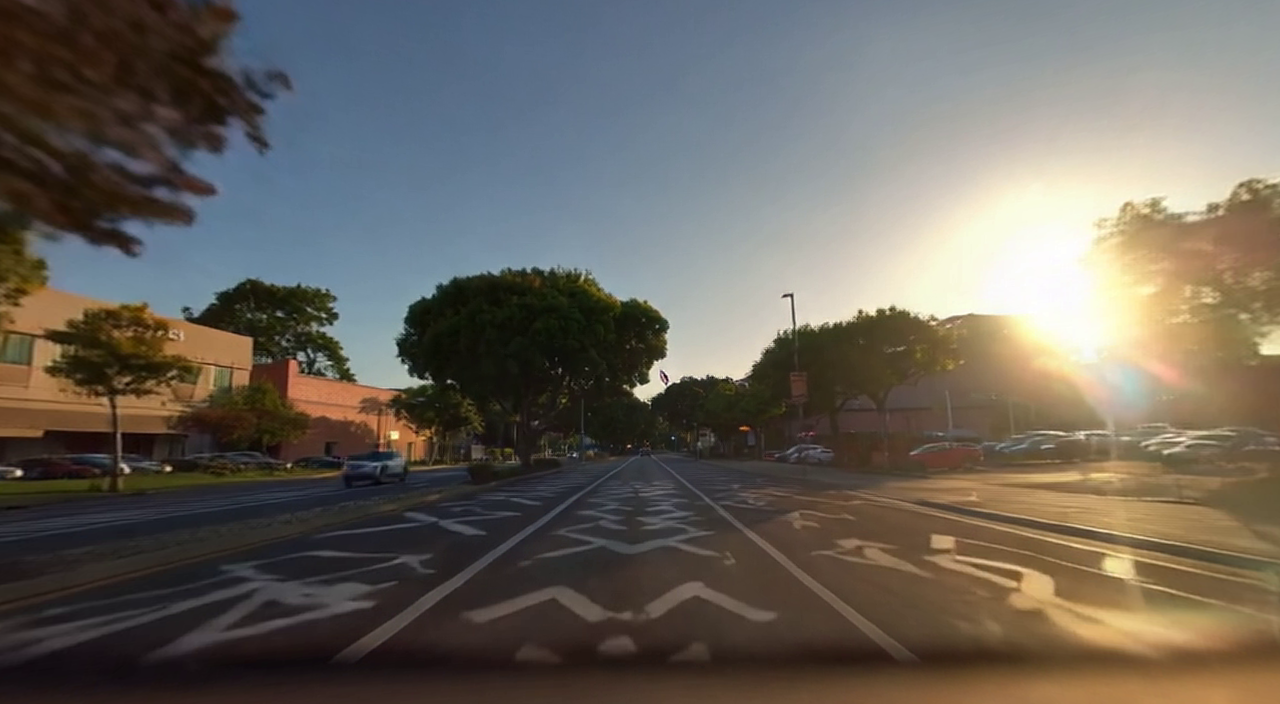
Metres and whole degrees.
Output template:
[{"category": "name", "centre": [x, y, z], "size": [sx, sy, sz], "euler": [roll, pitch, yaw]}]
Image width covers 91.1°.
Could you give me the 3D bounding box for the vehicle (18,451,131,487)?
[{"category": "vehicle", "centre": [-36.350, 7.491, 40.585], "size": [2.219, 2.066, 5.369], "euler": [0, -9, 1]}]

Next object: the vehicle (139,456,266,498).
[{"category": "vehicle", "centre": [-19.108, 5.433, 27.754], "size": [2.040, 1.609, 4.872], "euler": [0, -9, 1]}]

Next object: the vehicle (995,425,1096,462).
[{"category": "vehicle", "centre": [29.591, 6.723, 46.012], "size": [5.590, 2.528, 2.339], "euler": [-1, -9, 2]}]

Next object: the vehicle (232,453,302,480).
[{"category": "vehicle", "centre": [-28.951, 8.881, 48.971], "size": [2.199, 1.859, 5.442], "euler": [0, -9, 0]}]

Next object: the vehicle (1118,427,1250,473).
[{"category": "vehicle", "centre": [27.023, 4.894, 31.299], "size": [4.569, 1.929, 2.084], "euler": [-3, -10, -3]}]

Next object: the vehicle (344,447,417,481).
[{"category": "vehicle", "centre": [-15.638, 6.741, 38.169], "size": [2.266, 1.924, 5.024], "euler": [0, -9, 1]}]

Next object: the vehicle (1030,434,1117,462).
[{"category": "vehicle", "centre": [29.556, 6.547, 42.882], "size": [4.342, 1.641, 1.975], "euler": [-2, -8, 0]}]

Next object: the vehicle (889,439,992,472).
[{"category": "vehicle", "centre": [17.066, 5.913, 35.803], "size": [4.720, 1.769, 2.229], "euler": [0, -9, -4]}]
